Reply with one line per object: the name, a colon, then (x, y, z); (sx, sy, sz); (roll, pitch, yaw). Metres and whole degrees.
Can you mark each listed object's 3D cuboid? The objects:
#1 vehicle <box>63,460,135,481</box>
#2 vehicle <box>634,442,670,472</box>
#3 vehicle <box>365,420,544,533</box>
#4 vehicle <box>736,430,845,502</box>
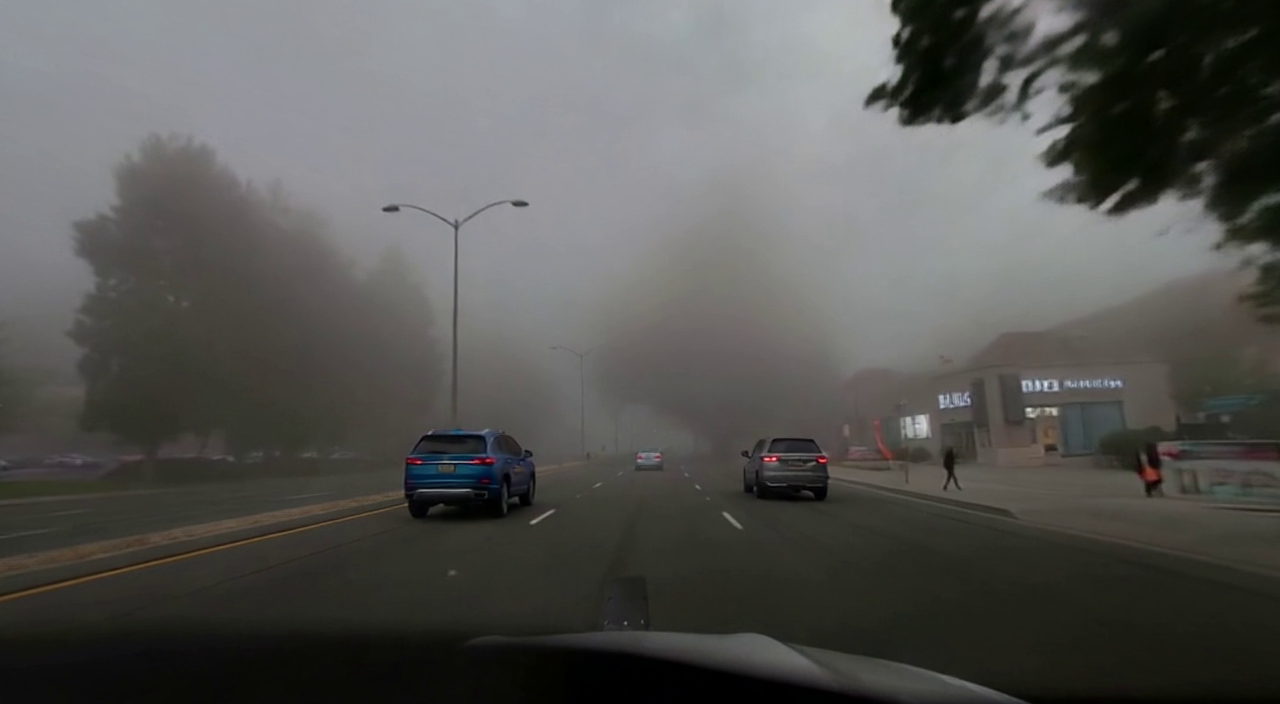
vehicle: (-42.338, 9.282, 49.366); (3.983, 1.567, 1.860); (0, -8, 2)
vehicle: (0.741, 6.350, 38.269); (2.067, 1.702, 3.987); (0, -8, 2)
vehicle: (-3.358, 2.343, 12.511); (2.047, 1.810, 4.414); (0, -8, 2)
vehicle: (4.093, 3.165, 17.946); (2.083, 1.779, 4.347); (0, -8, 1)
